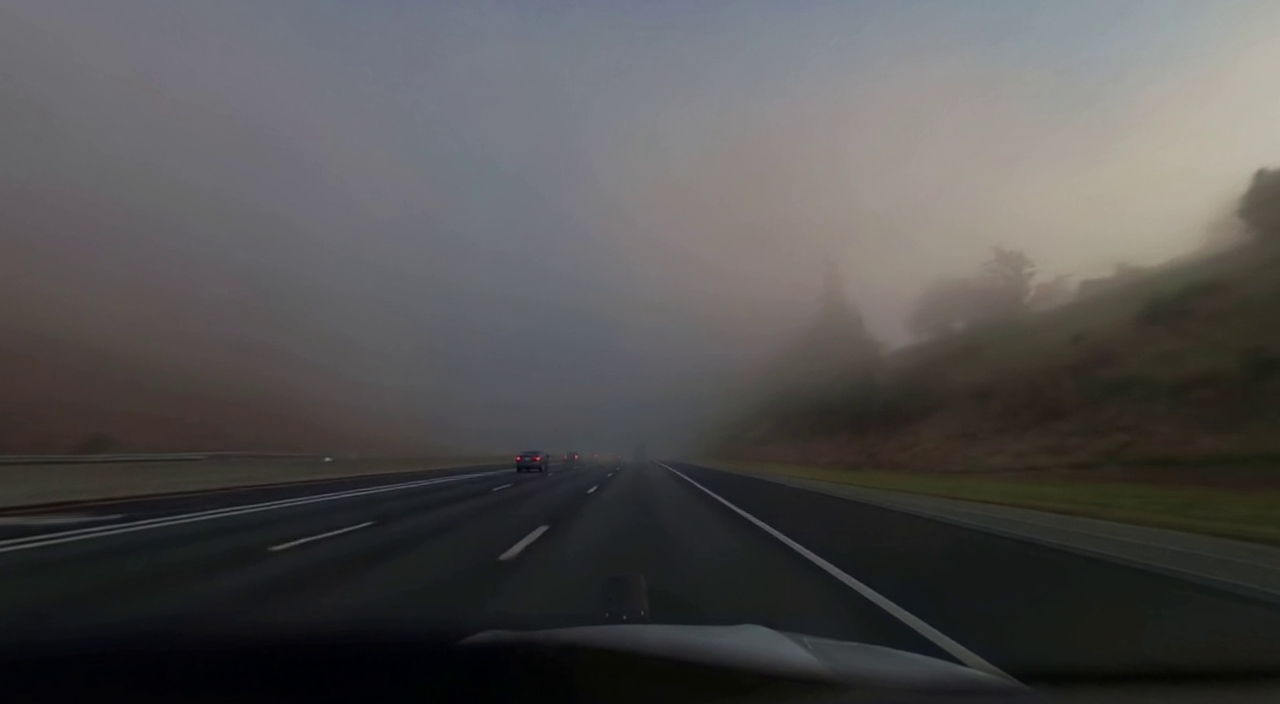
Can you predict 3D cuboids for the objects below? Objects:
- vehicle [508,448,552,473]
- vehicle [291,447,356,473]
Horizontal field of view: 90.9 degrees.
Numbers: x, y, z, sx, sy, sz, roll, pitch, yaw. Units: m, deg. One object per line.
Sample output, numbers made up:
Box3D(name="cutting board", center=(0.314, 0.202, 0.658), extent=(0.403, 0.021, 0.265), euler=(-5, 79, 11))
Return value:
Box3D(name="vehicle", center=(-7.075, 7.018, 40.907), extent=(2.015, 1.483, 4.626), euler=(0, -9, 0))
Box3D(name="vehicle", center=(-18.577, 6.348, 37.187), extent=(1.762, 1.447, 4.009), euler=(0, -9, 0))
